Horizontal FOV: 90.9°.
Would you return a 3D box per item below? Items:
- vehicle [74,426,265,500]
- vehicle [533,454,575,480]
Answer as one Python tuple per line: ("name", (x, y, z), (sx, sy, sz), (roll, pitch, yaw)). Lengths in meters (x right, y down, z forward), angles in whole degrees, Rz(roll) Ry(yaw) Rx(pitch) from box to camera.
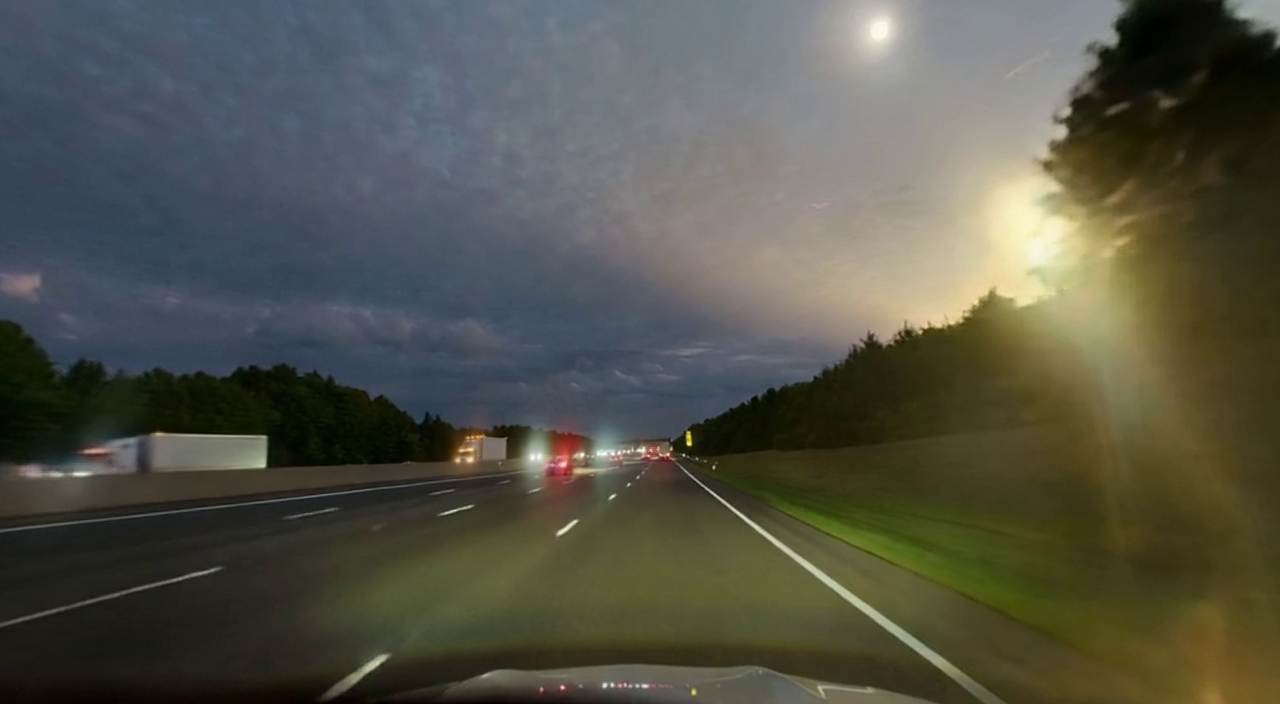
("vehicle", (-26.961, 6.436, 37.210), (2.951, 3.729, 10.497), (0, -9, 1))
("vehicle", (-5.617, 7.557, 41.726), (1.996, 1.579, 4.439), (-1, -9, 3))
